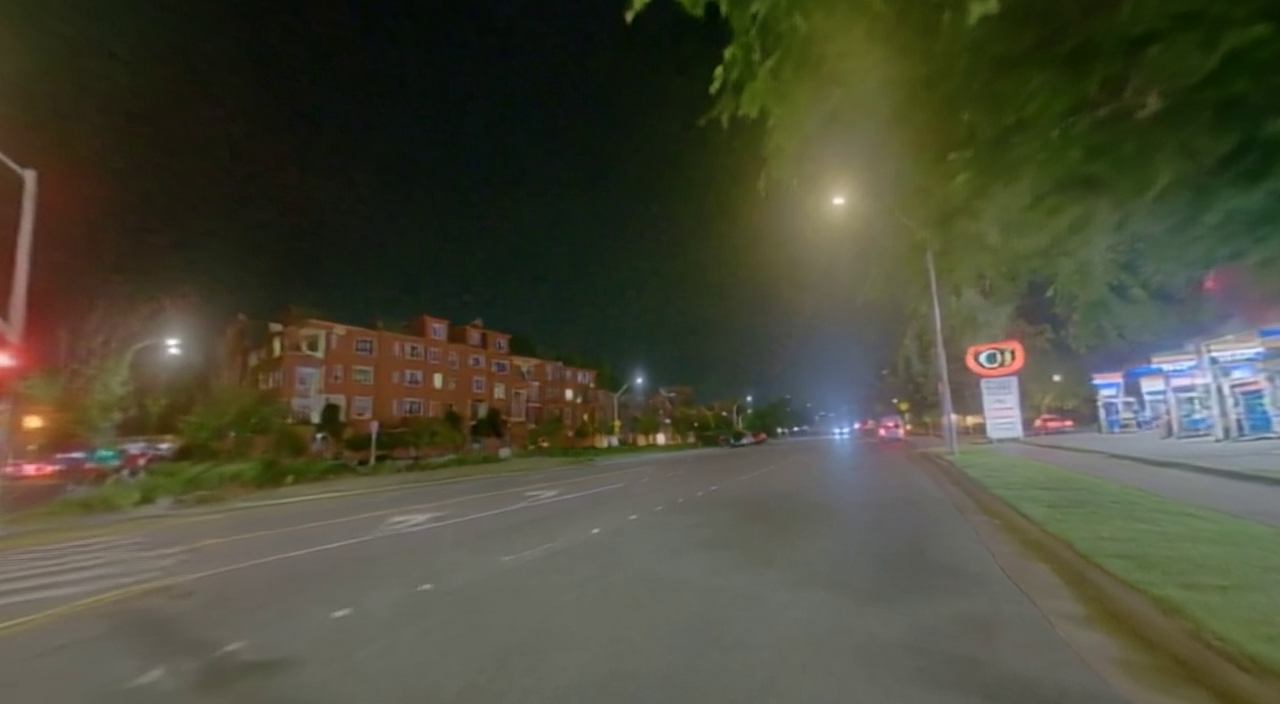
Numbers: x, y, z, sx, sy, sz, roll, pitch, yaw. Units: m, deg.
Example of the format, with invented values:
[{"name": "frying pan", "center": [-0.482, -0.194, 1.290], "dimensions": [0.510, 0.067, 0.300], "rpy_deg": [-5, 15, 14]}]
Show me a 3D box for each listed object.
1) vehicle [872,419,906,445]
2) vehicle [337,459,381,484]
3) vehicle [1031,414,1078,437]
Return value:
[{"name": "vehicle", "center": [19.144, 6.194, 48.495], "dimensions": [2.194, 1.896, 5.049], "rpy_deg": [-4, -9, 22]}, {"name": "vehicle", "center": [-18.882, 7.950, 42.357], "dimensions": [1.837, 1.460, 4.672], "rpy_deg": [4, -9, -34]}, {"name": "vehicle", "center": [28.764, 5.167, 43.954], "dimensions": [1.919, 1.411, 4.440], "rpy_deg": [-4, -9, 23]}]
